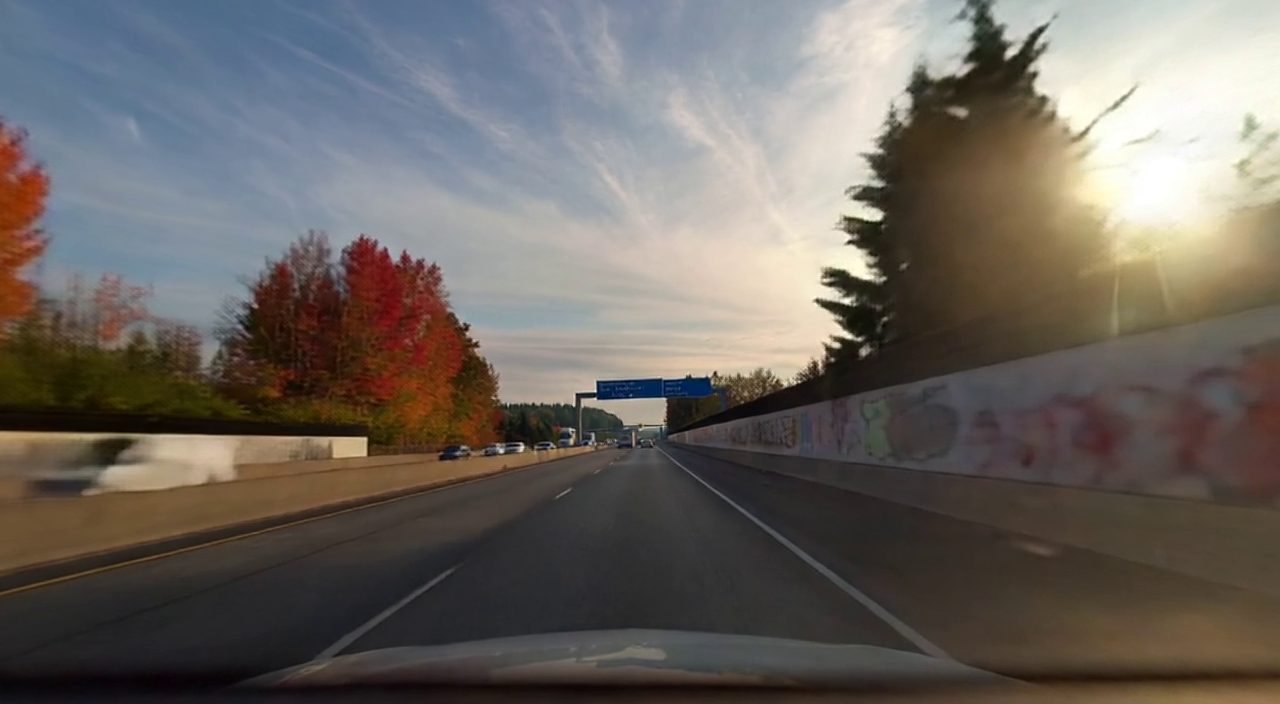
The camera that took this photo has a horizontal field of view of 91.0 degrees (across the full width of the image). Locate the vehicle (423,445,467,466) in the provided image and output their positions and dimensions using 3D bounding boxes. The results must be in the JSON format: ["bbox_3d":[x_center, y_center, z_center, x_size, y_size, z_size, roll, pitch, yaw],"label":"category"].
[{"bbox_3d":[-14.522,7.736,47.155,1.796,1.495,4.504,0,-8,1],"label":"vehicle"}]

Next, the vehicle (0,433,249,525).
[{"bbox_3d":[-10.881,2.585,13.493,1.988,1.594,4.624,0,-8,0],"label":"vehicle"}]
